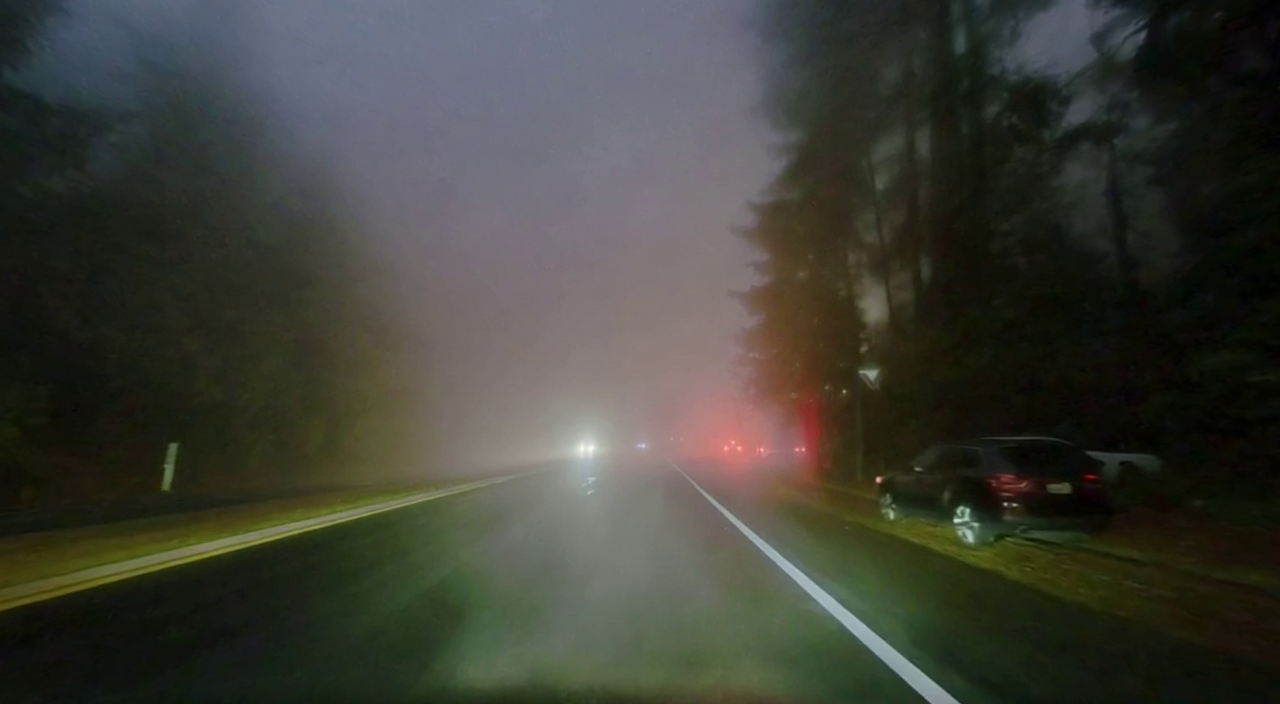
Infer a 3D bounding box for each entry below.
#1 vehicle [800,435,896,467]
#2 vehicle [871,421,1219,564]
[{"bbox_3d":[11.342,5.428,34.591,4.493,1.705,2.034,0,-8,0],"label":"vehicle"},{"bbox_3d":[5.313,1.882,9.257,2.131,1.563,4.435,0,-8,0],"label":"vehicle"}]
